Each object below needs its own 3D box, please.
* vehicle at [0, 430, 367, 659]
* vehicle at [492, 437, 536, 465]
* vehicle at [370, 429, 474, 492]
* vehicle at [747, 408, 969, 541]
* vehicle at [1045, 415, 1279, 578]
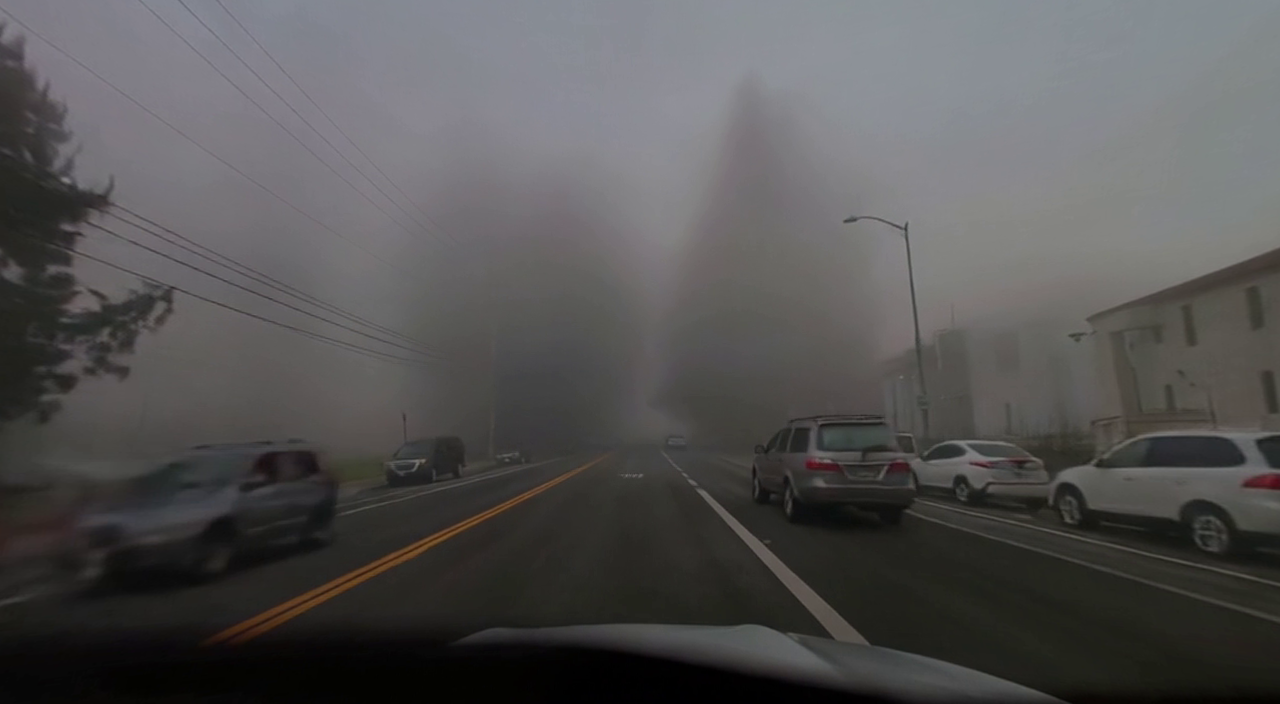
[{"bbox_3d":[-4.666,1.609,6.288,2.128,1.510,3.898,-2,-8,1],"label":"vehicle"},{"bbox_3d":[-8.814,6.921,44.449,2.228,1.825,4.522,0,-8,0],"label":"vehicle"},{"bbox_3d":[-8.849,4.377,26.193,2.419,2.087,5.334,-3,-6,0],"label":"vehicle"},{"bbox_3d":[3.242,1.928,10.579,2.004,1.704,4.573,0,-8,-1],"label":"vehicle"},{"bbox_3d":[7.947,1.827,8.636,1.879,1.765,4.339,0,-8,0],"label":"vehicle"}]
